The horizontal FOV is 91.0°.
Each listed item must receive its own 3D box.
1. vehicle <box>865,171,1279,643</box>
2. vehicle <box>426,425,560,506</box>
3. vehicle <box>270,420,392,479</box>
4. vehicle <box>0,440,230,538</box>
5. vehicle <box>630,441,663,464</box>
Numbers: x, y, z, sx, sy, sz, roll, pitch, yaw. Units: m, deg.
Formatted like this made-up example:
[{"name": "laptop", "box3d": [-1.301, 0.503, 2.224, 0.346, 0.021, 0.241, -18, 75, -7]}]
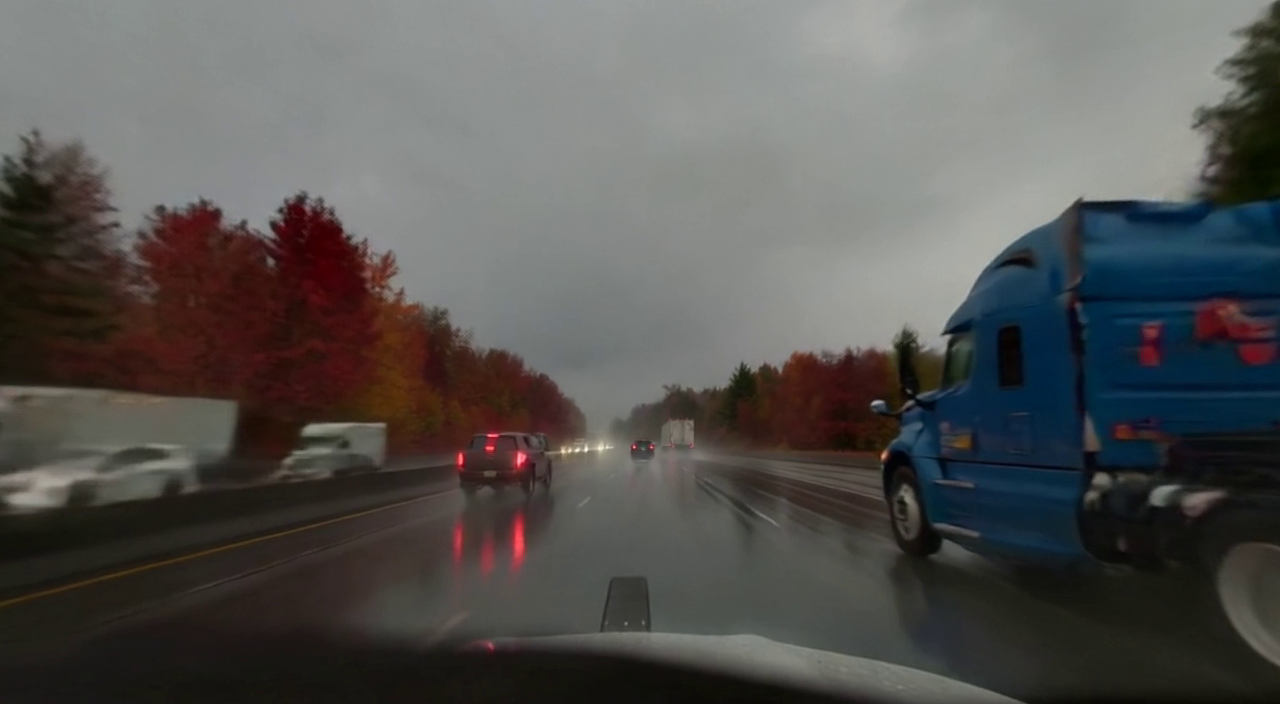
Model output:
[{"name": "vehicle", "box3d": [4.702, 0.577, 6.565, 3.306, 3.639, 3.451, 0, -8, 0]}, {"name": "vehicle", "box3d": [-3.377, 2.725, 15.533, 2.077, 1.669, 4.739, 0, -8, 1]}, {"name": "vehicle", "box3d": [-13.873, 4.435, 28.851, 2.432, 2.411, 5.950, 0, -8, 1]}, {"name": "vehicle", "box3d": [-10.234, 2.429, 11.909, 1.957, 1.488, 4.351, 0, -8, 1]}, {"name": "vehicle", "box3d": [0.447, 6.907, 43.273, 2.152, 1.484, 4.211, 0, -8, 1]}]
